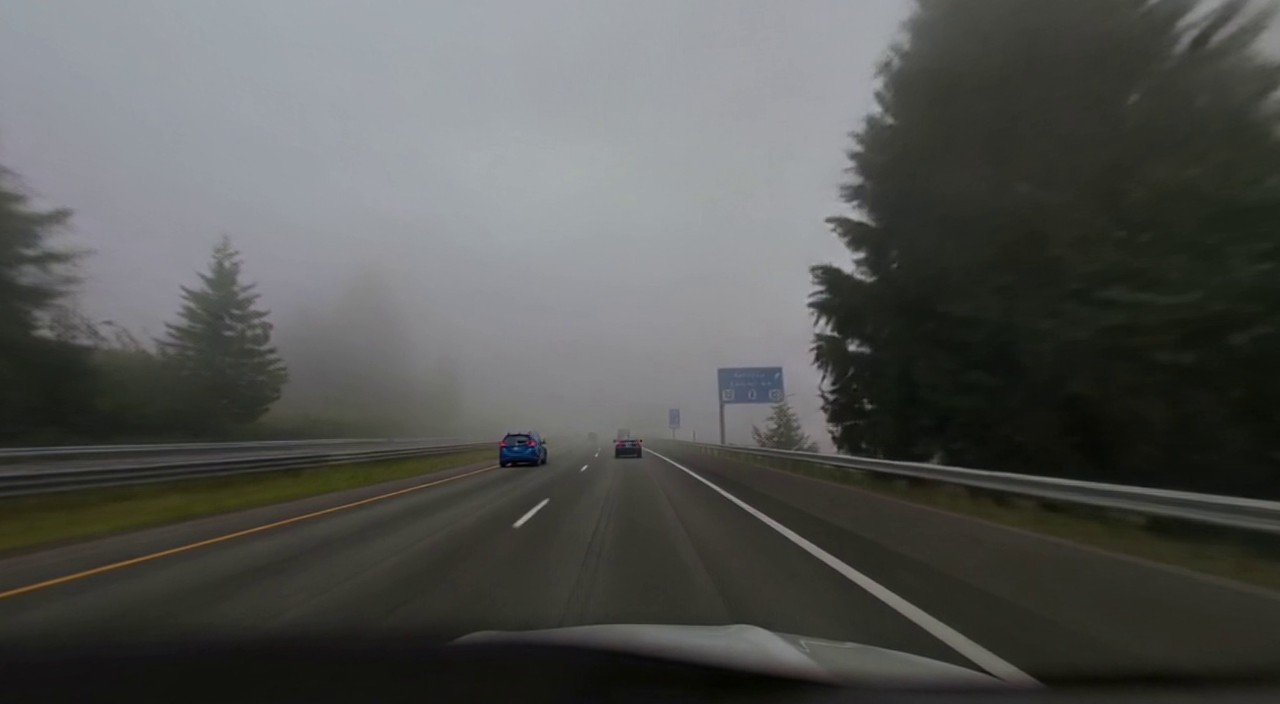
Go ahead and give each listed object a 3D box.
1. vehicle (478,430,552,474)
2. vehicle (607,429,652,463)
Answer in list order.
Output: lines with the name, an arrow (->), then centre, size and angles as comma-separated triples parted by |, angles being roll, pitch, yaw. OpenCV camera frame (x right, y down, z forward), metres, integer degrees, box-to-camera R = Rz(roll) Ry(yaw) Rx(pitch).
vehicle -> -4.589, 3.726, 23.800 | 1.975, 1.518, 4.242 | 0, -8, -1
vehicle -> -0.564, 4.843, 32.594 | 2.162, 1.616, 4.242 | 0, -8, -1
